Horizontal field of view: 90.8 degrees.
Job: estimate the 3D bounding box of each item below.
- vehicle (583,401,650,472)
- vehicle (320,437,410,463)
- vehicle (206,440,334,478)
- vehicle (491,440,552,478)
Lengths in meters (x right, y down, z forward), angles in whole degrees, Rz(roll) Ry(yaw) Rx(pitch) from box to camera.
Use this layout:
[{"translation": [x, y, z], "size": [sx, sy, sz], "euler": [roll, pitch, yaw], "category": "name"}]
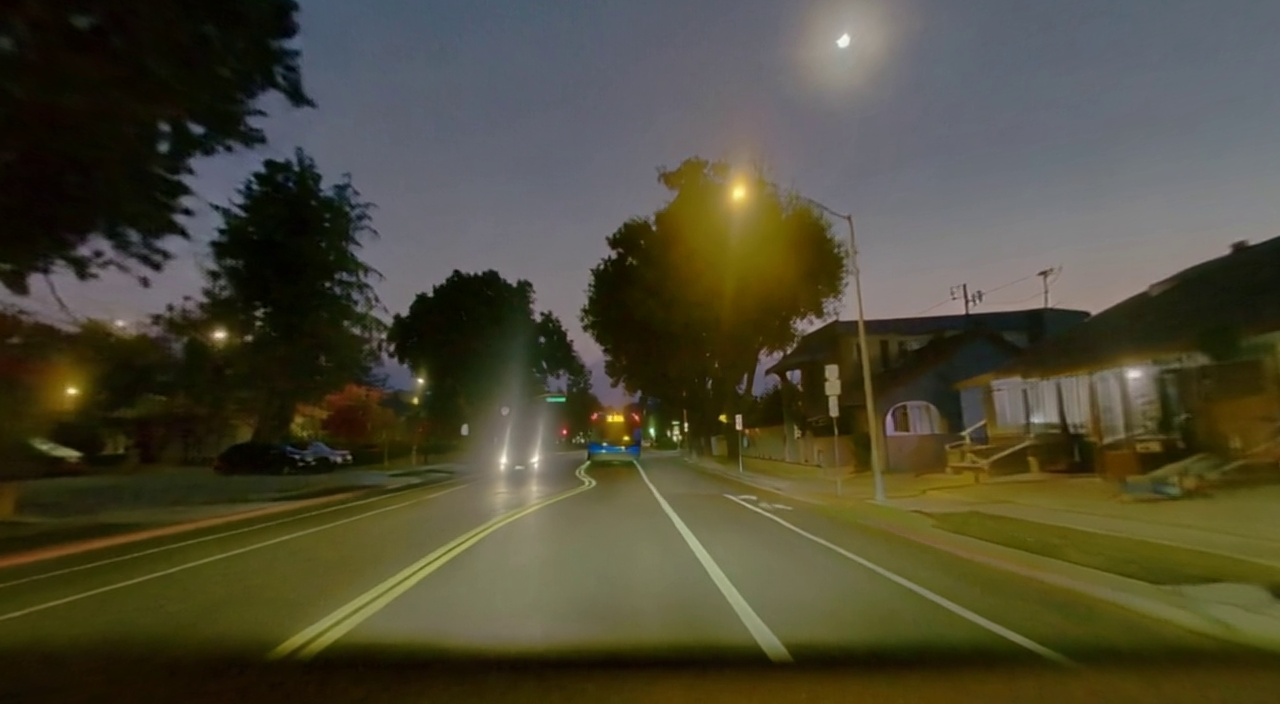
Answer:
[{"translation": [-1.164, 4.946, 36.724], "size": [3.031, 3.200, 13.052], "euler": [3, -8, 0], "category": "vehicle"}, {"translation": [-17.279, 6.215, 39.903], "size": [4.778, 1.565, 1.919], "euler": [0, -11, -2], "category": "vehicle"}, {"translation": [-16.352, 4.738, 28.111], "size": [4.481, 1.591, 1.807], "euler": [0, -8, -3], "category": "vehicle"}, {"translation": [-4.974, 4.544, 27.041], "size": [1.925, 1.489, 4.235], "euler": [0, -8, -2], "category": "vehicle"}]
